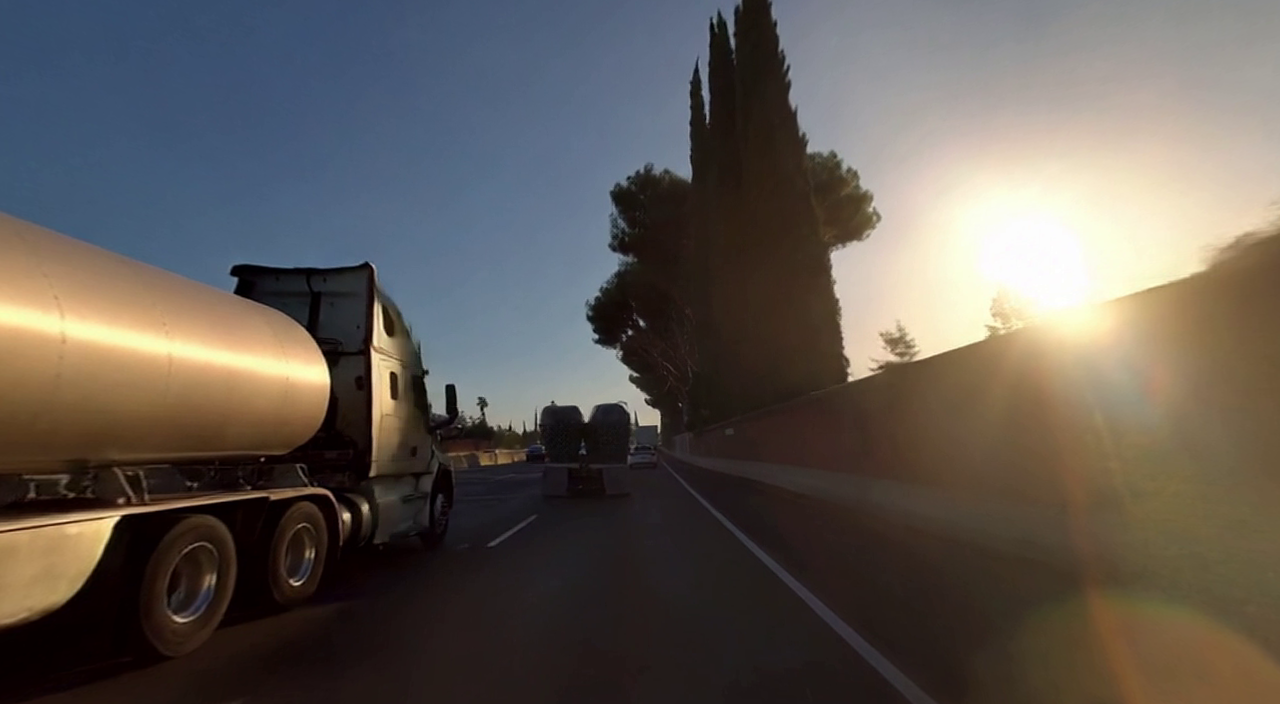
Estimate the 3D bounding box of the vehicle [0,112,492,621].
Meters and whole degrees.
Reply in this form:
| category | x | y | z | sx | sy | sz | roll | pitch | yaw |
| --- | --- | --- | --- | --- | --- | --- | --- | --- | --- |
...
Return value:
| category | x | y | z | sx | sy | sz | roll | pitch | yaw |
| --- | --- | --- | --- | --- | --- | --- | --- | --- | --- |
| vehicle | -4.110 | 0.431 | 7.806 | 2.998 | 3.992 | 5.800 | 0 | -8 | 1 |

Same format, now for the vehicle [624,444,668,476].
| category | x | y | z | sx | sy | sz | roll | pitch | yaw |
| --- | --- | --- | --- | --- | --- | --- | --- | --- | --- |
| vehicle | 0.267 | 5.439 | 32.005 | 2.041 | 1.462 | 4.548 | 0 | -8 | 0 |

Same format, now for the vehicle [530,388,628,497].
| category | x | y | z | sx | sy | sz | roll | pitch | yaw |
| --- | --- | --- | --- | --- | --- | --- | --- | --- | --- |
| vehicle | -2.232 | 3.208 | 22.366 | 2.798 | 3.071 | 8.412 | 1 | -8 | -7 |
